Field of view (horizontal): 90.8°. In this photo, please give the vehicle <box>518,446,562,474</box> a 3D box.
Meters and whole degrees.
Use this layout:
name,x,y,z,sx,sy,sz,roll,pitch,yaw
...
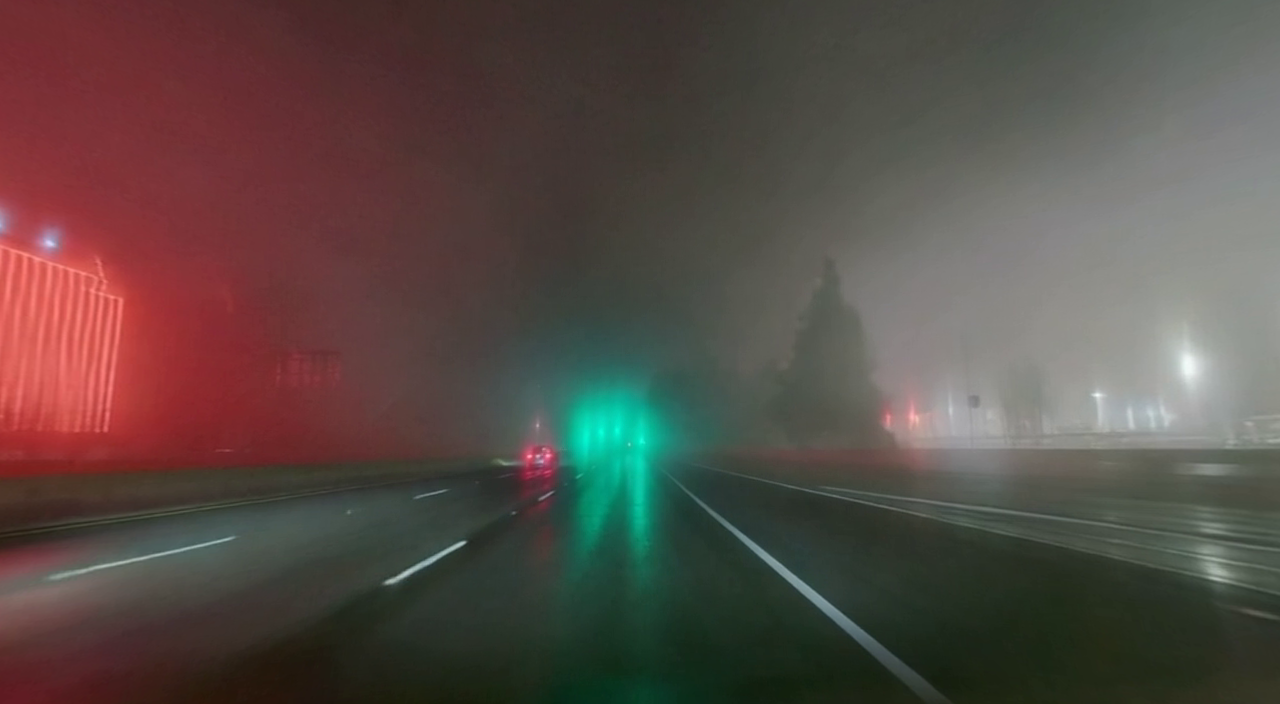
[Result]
name,x,y,z,sx,sy,sz,roll,pitch,yaw
vehicle,-5.815,6.313,37.014,1.943,1.510,4.201,0,-9,-1
